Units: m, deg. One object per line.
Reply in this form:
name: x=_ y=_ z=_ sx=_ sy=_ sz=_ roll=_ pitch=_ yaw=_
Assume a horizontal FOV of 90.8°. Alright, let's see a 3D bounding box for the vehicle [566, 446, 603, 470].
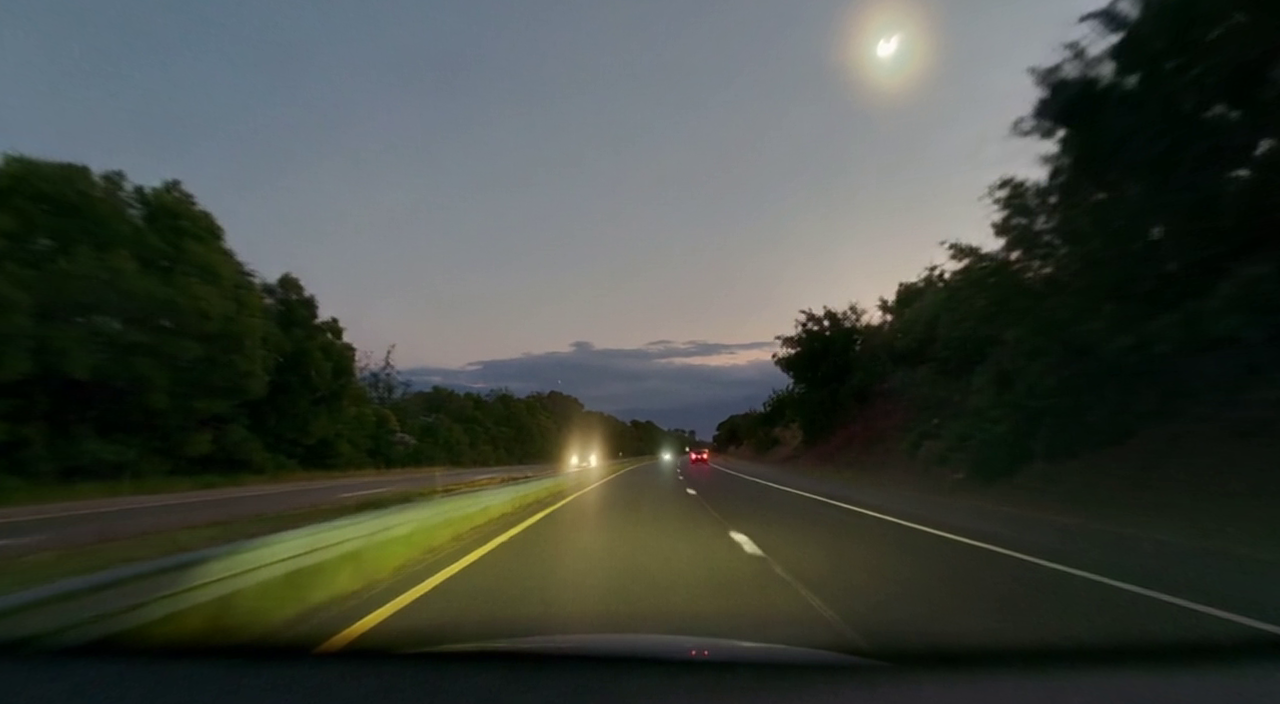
vehicle: x=-4.326 y=8.315 z=49.928 sx=2.220 sy=1.780 sz=4.870 roll=-1 pitch=-9 yaw=3
